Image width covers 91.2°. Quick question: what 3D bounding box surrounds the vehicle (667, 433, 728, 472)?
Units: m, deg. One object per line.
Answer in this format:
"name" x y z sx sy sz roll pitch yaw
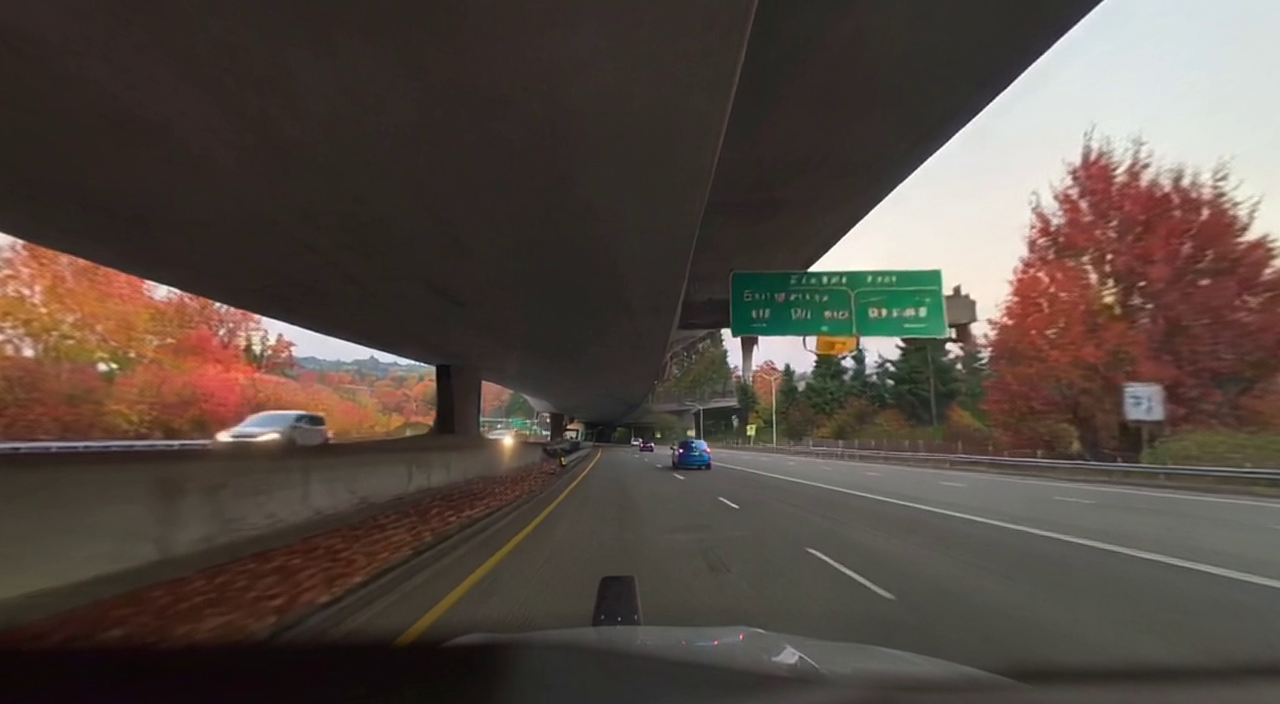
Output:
"vehicle" 2.545 4.629 28.858 2.337 1.633 4.222 0 -9 -1

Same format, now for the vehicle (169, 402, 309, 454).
"vehicle" -13.209 2.610 21.041 1.921 1.550 4.249 0 -9 -1
